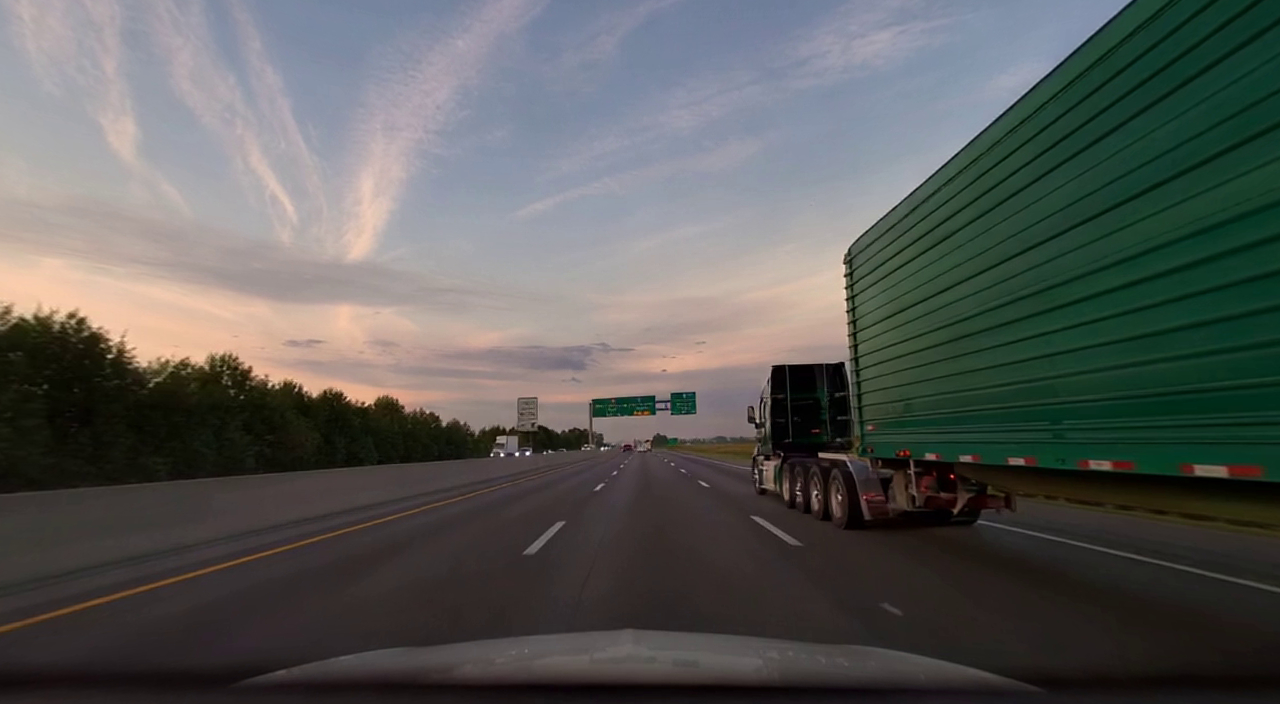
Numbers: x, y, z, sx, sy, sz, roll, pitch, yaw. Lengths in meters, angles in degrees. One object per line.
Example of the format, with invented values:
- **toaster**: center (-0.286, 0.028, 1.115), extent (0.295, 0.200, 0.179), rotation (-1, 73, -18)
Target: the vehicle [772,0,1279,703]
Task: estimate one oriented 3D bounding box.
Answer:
- **vehicle**: center (4.084, 0.095, 5.393), extent (3.060, 4.100, 13.141), rotation (0, -9, 0)
